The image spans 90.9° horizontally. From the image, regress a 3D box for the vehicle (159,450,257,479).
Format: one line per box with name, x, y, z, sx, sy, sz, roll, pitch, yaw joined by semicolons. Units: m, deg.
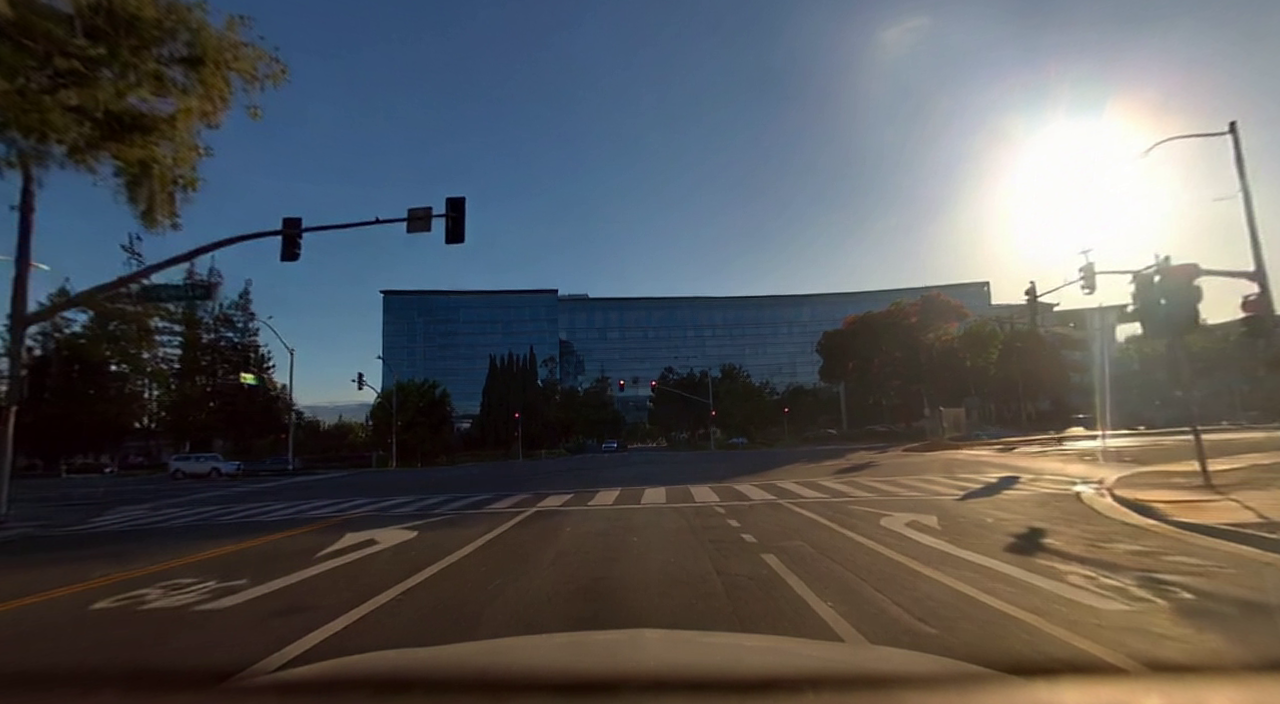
vehicle;-25.110;6.521;36.745;4.332;1.573;1.900;0;-8;3
